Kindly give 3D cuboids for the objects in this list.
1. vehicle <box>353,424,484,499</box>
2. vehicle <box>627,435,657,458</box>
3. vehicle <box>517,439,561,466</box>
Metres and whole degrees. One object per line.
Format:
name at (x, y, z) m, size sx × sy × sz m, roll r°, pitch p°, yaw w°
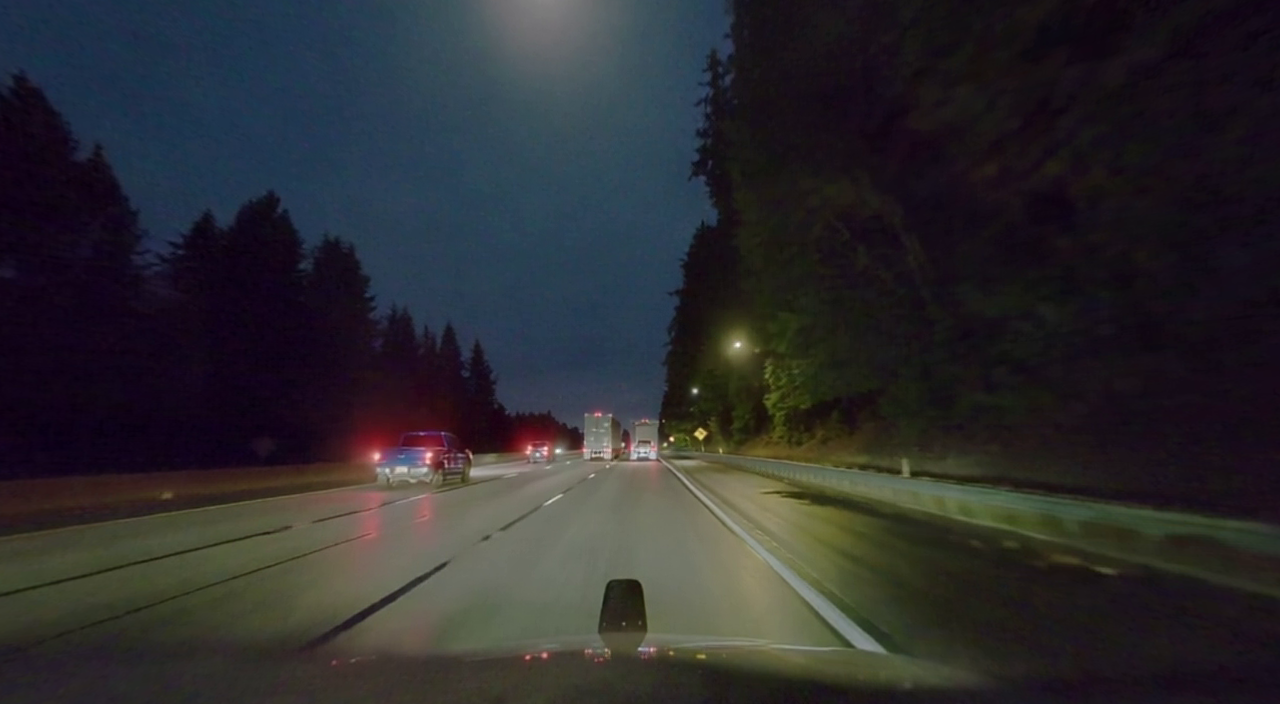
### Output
vehicle at (-6.193, 3.107, 18.346) m, size 2.149 × 1.884 × 4.627 m, roll 0°, pitch -8°, yaw -1°
vehicle at (0.134, 7.072, 47.044) m, size 2.072 × 1.630 × 4.529 m, roll 0°, pitch -8°, yaw 0°
vehicle at (-7.262, 7.291, 45.978) m, size 2.258 × 1.785 × 5.318 m, roll 0°, pitch -8°, yaw 1°
